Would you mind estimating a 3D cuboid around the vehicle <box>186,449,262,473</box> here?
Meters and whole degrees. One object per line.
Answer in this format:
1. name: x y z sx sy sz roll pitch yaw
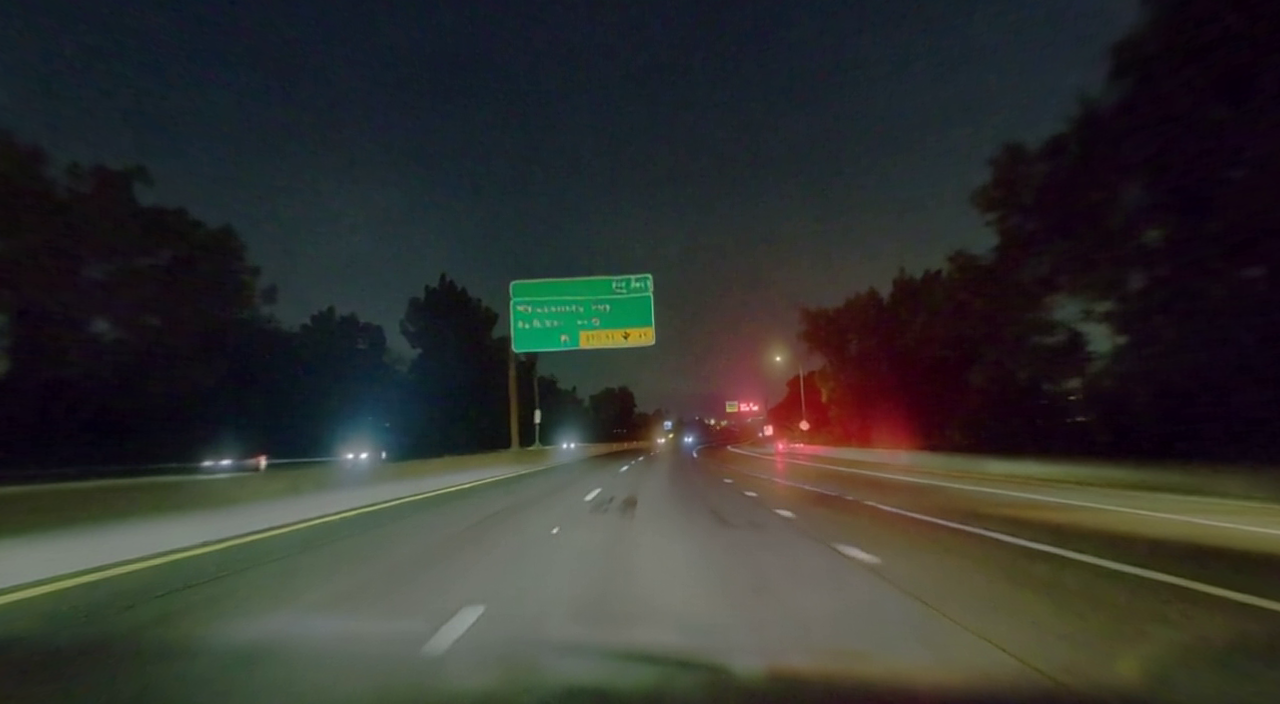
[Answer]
1. vehicle: -28.100 7.349 42.688 1.883 1.421 4.460 -1 -8 5
